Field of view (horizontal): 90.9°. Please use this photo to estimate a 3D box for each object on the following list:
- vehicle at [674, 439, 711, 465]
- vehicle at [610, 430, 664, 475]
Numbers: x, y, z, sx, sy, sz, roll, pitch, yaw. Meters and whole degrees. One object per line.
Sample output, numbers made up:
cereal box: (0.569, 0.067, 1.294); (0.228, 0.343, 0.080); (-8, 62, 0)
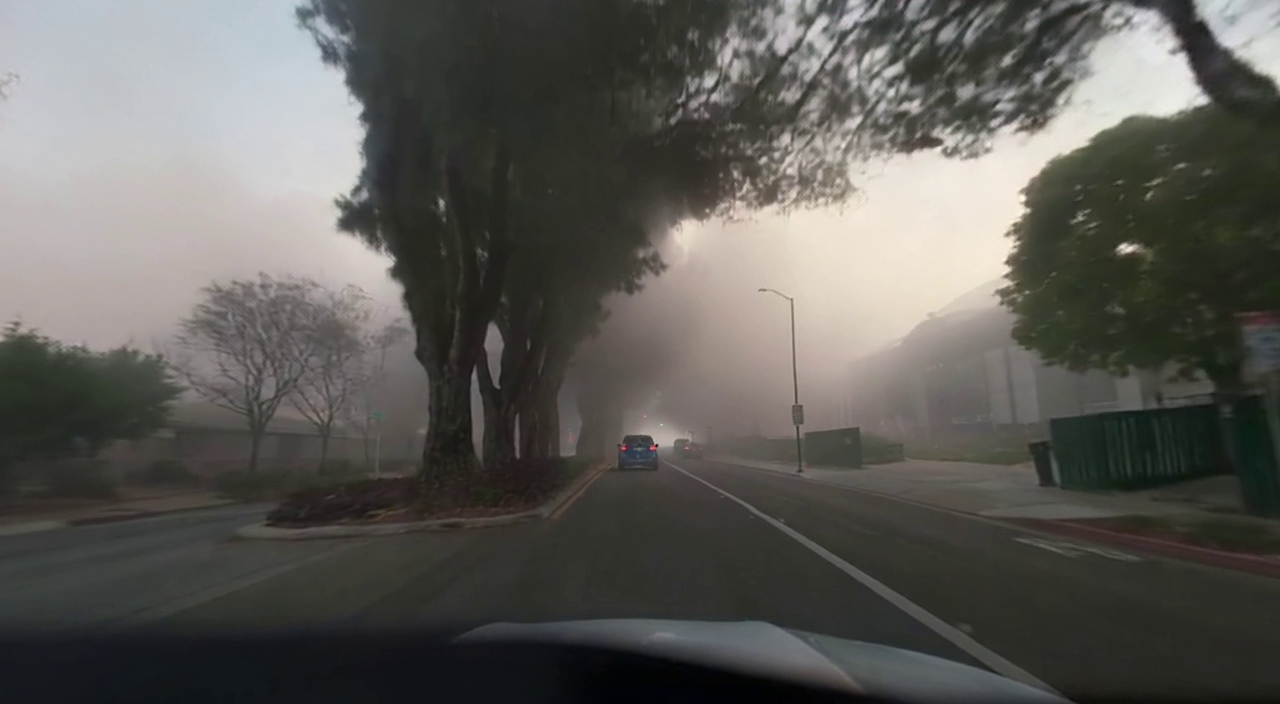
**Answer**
vehicle: (3.675, 7.095, 44.821); (2.138, 1.699, 4.852); (0, -8, -1)
vehicle: (-0.143, 4.730, 29.910); (2.386, 1.947, 4.168); (0, -8, 0)
